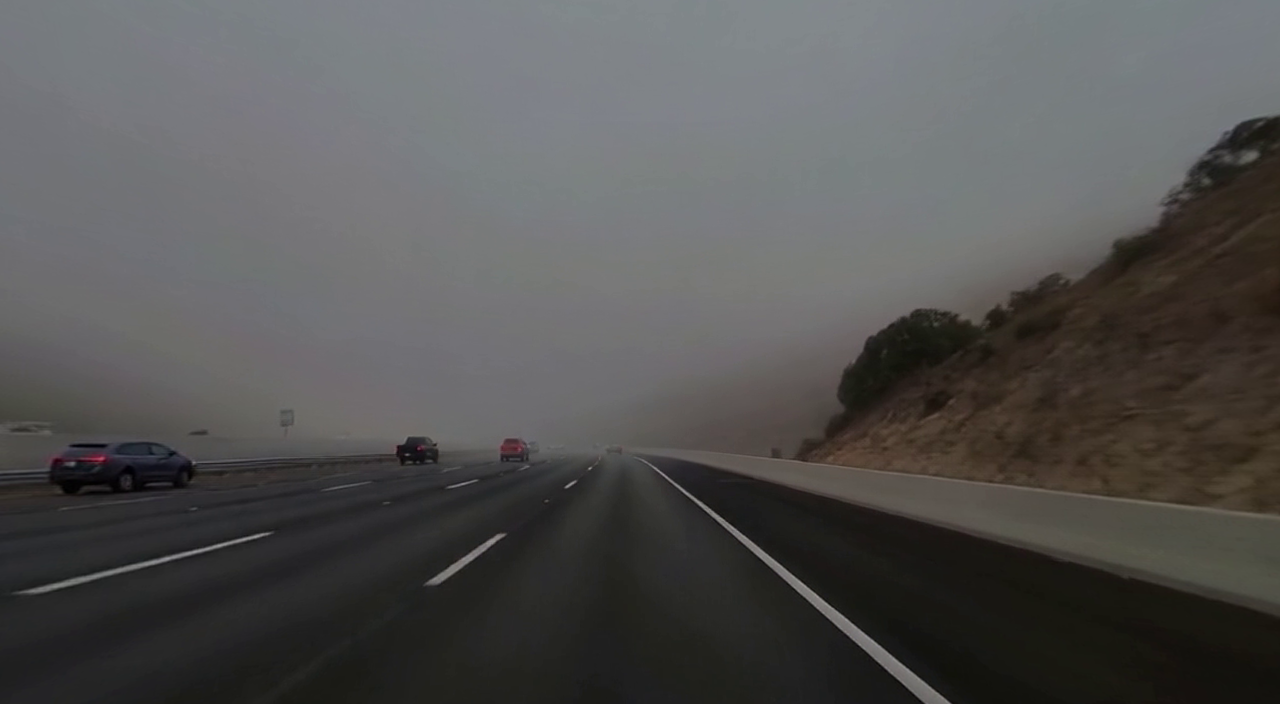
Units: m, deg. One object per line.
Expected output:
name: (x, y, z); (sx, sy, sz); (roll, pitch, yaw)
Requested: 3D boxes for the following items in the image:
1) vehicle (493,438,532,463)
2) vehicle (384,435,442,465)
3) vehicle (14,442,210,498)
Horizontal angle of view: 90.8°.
vehicle: (-9.424, 7.313, 46.943); (2.104, 1.715, 4.319); (0, -8, -2)
vehicle: (-16.014, 6.926, 44.897); (2.240, 1.953, 5.452); (1, -8, -2)
vehicle: (-15.407, 3.441, 18.873); (1.955, 1.429, 4.575); (0, -9, -1)
